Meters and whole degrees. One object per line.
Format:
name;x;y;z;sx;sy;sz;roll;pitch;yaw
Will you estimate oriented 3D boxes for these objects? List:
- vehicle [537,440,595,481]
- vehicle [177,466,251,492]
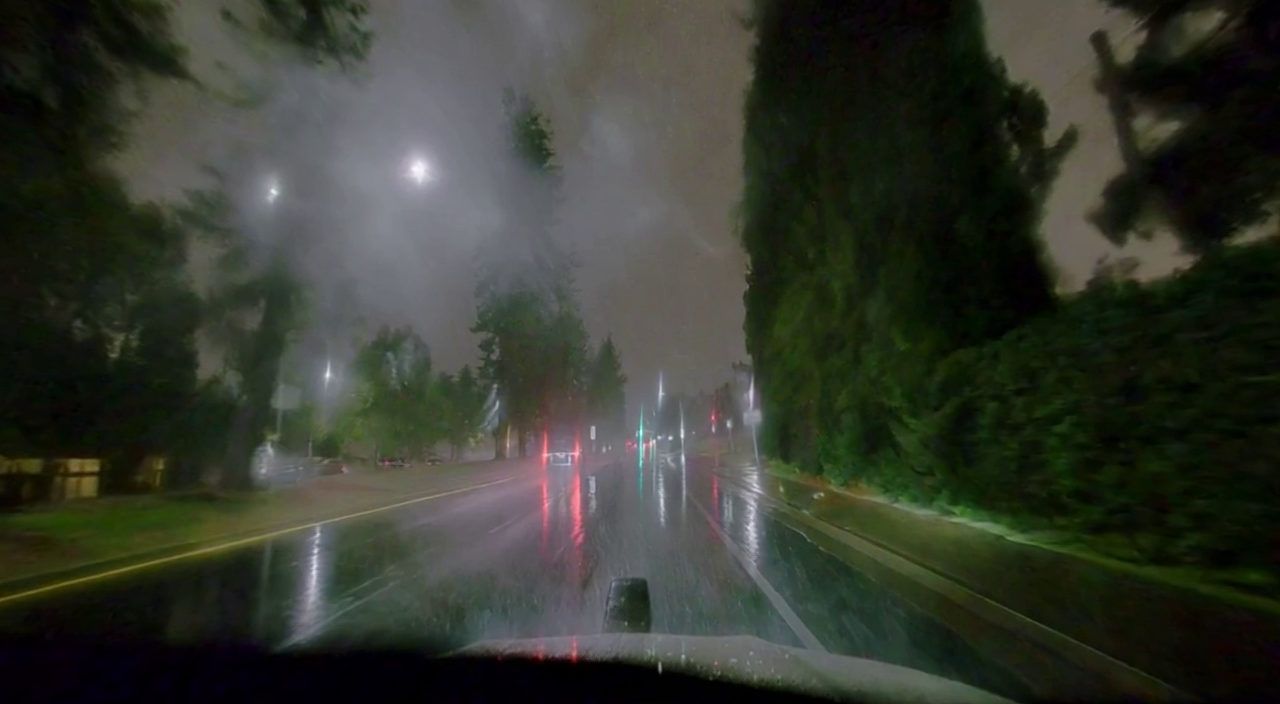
vehicle;-3.324;4.968;29.171;2.016;1.694;4.335;0;-8;1
vehicle;-29.491;8.779;43.828;1.912;1.475;4.918;0;-8;-3
